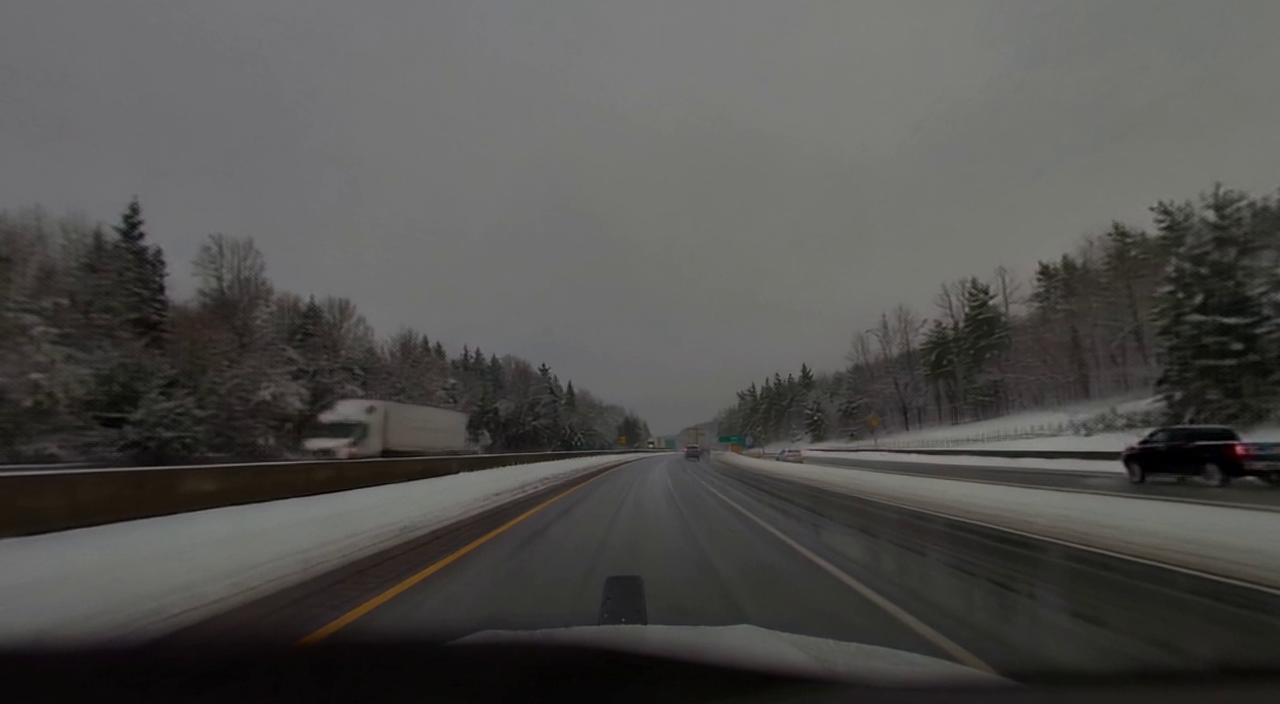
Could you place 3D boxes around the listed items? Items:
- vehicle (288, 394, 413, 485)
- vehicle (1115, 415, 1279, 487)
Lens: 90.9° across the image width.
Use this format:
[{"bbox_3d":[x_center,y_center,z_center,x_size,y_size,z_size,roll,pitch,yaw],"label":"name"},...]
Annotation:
[{"bbox_3d":[-14.039,4.388,31.220,2.989,4.026,5.892,-1,-9,4],"label":"vehicle"},{"bbox_3d":[16.477,2.831,18.038,2.061,1.776,4.476,0,-9,-3],"label":"vehicle"}]
